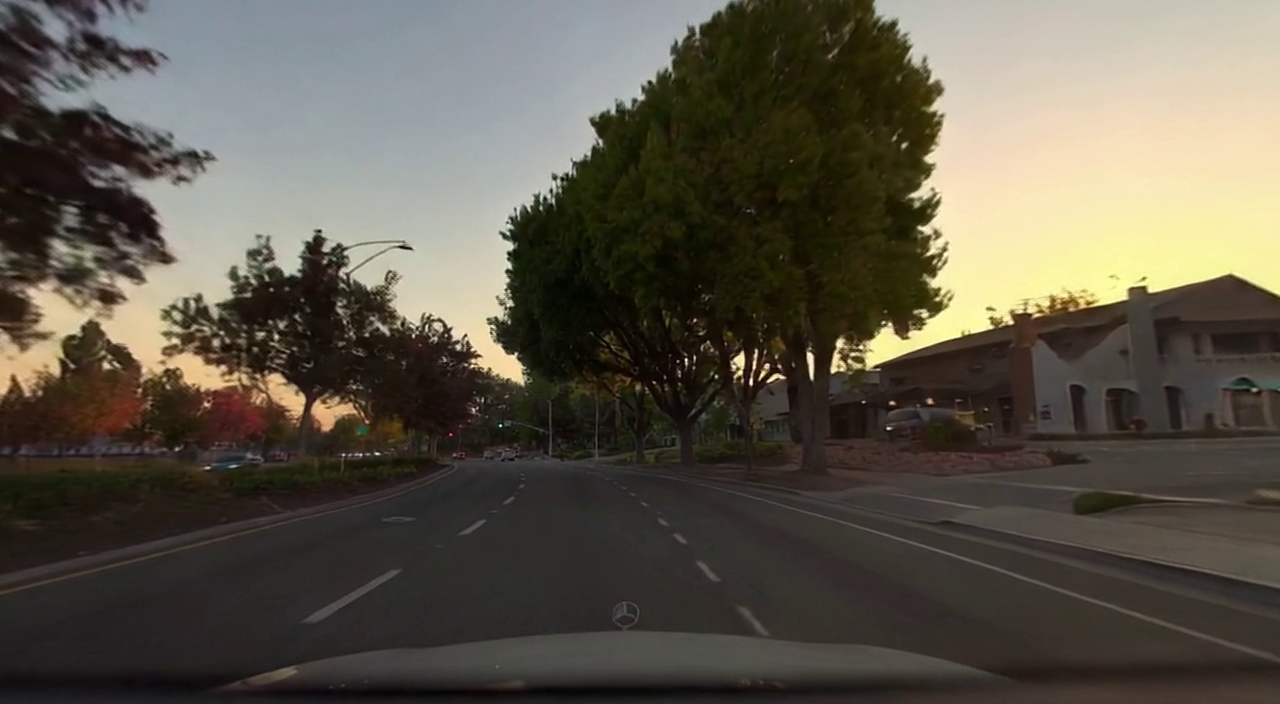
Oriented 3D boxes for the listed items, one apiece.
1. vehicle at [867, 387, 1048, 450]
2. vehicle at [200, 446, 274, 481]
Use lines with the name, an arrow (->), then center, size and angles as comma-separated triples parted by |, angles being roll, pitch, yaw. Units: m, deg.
vehicle -> 15.485, 3.488, 31.541 | 2.757, 2.765, 7.526 | 6, -10, -33
vehicle -> -25.609, 7.071, 40.431 | 2.284, 2.059, 5.740 | 2, -9, -16
